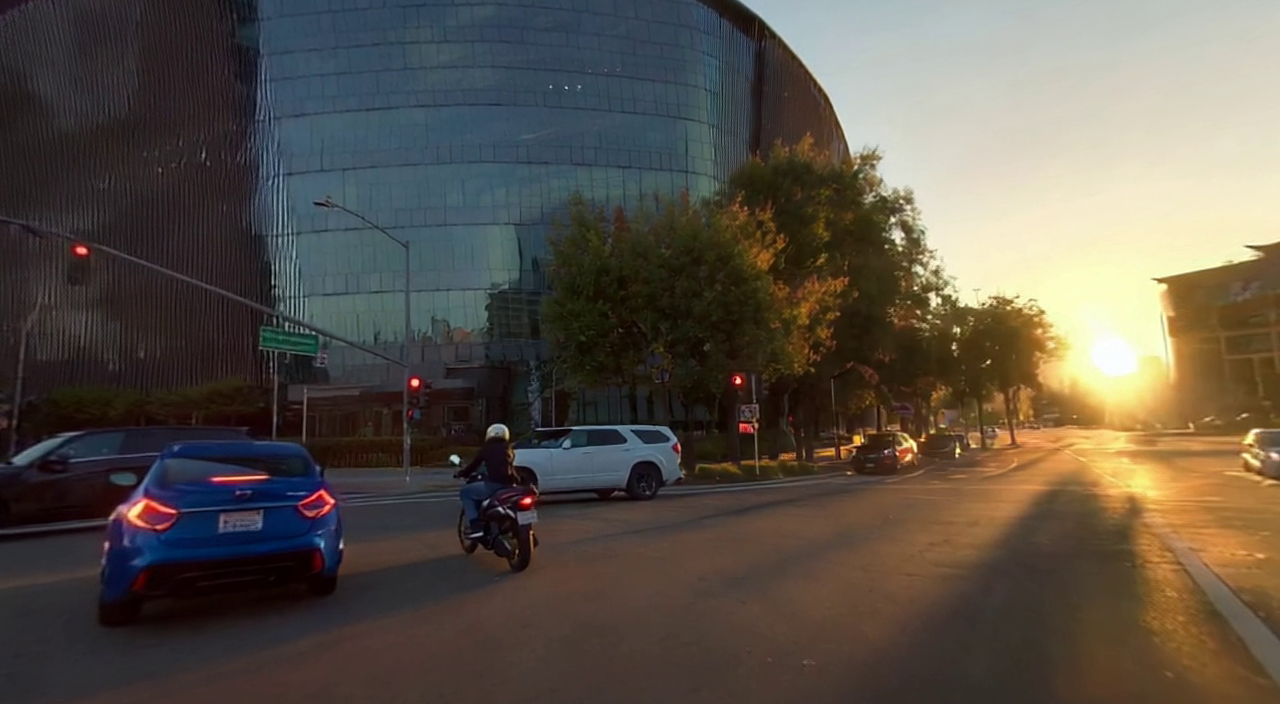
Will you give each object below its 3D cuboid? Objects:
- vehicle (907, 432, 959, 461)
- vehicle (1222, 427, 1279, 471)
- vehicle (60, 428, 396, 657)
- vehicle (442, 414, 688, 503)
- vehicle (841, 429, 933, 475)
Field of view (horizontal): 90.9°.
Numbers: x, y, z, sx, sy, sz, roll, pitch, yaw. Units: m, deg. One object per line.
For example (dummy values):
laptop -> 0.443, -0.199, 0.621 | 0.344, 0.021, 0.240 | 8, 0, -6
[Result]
vehicle -> 16.809, 5.402, 36.090 | 2.024, 1.543, 4.028 | -6, -10, 32
vehicle -> 22.999, 3.480, 22.810 | 1.872, 1.467, 4.385 | -5, -10, 31
vehicle -> -4.128, 1.558, 6.388 | 2.009, 1.450, 4.182 | 5, -10, -36
vehicle -> -1.955, 2.631, 16.078 | 5.833, 1.960, 2.341 | 2, -9, -17
vehicle -> 10.097, 4.006, 25.583 | 2.084, 1.656, 4.583 | -7, -10, 38
